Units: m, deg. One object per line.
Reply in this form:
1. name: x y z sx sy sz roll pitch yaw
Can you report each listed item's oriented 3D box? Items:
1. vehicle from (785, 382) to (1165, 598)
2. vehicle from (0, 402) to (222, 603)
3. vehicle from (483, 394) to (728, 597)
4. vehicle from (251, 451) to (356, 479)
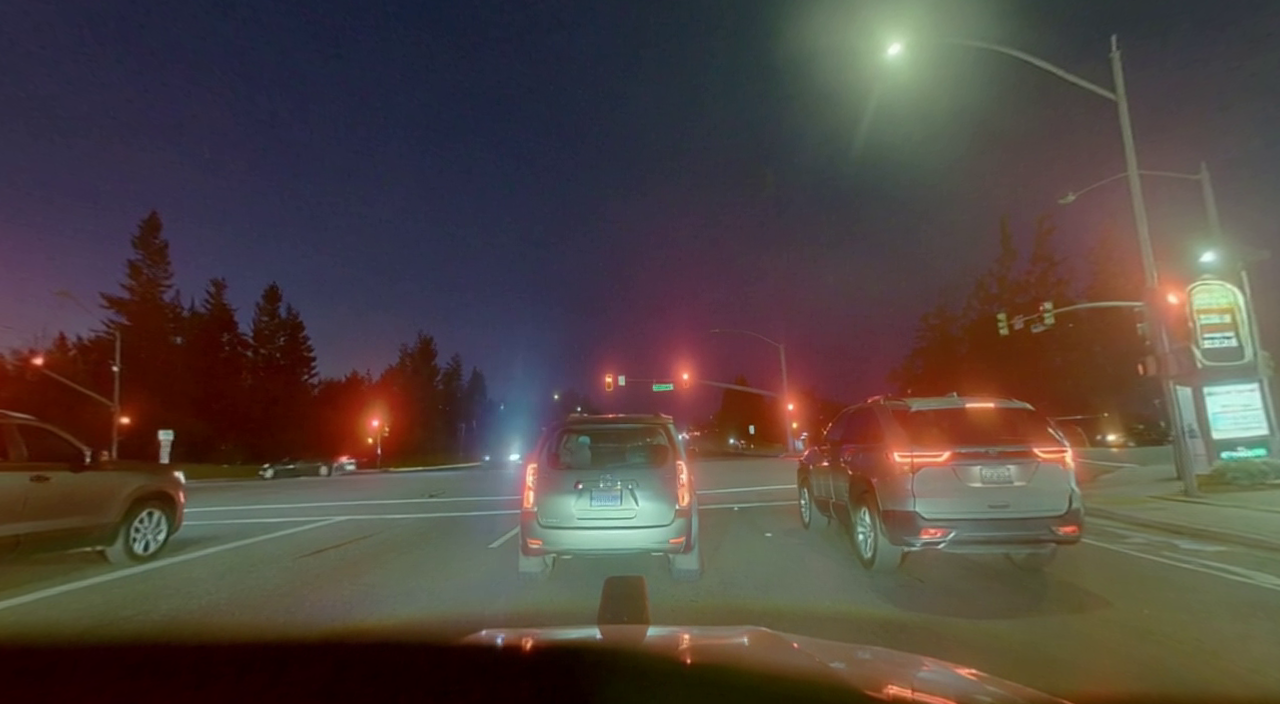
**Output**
1. vehicle: 3.276 1.454 7.449 2.083 1.779 4.347 0 -8 0
2. vehicle: -6.715 1.399 5.986 2.011 1.774 4.866 0 -8 2
3. vehicle: -0.225 1.509 7.414 2.067 1.702 3.987 0 -8 2
4. vehicle: -18.492 6.227 34.824 4.669 1.469 1.855 0 -8 -3
